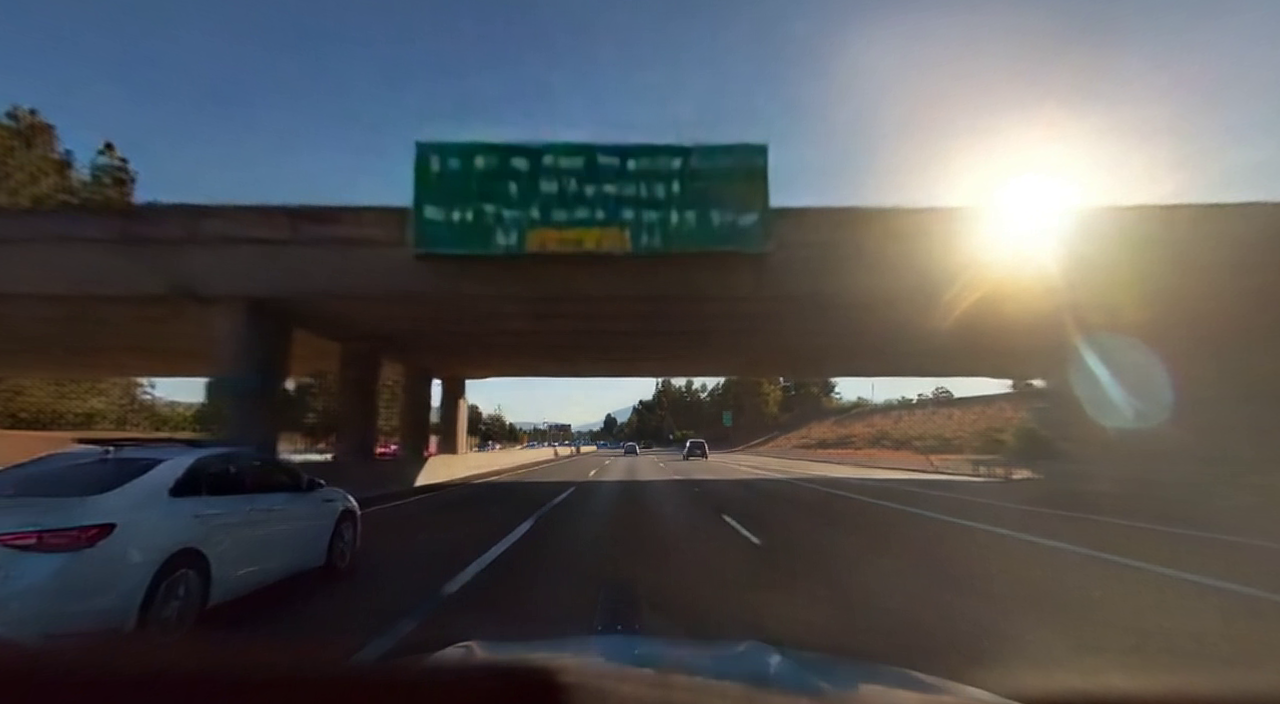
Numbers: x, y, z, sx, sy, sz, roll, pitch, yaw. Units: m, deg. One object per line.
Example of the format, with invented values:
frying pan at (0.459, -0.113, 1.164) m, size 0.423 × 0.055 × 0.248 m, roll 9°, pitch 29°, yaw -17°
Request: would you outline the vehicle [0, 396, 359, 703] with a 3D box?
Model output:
vehicle at (-4.043, 1.222, 4.543) m, size 2.050 × 1.547 × 4.266 m, roll 0°, pitch -8°, yaw 0°
